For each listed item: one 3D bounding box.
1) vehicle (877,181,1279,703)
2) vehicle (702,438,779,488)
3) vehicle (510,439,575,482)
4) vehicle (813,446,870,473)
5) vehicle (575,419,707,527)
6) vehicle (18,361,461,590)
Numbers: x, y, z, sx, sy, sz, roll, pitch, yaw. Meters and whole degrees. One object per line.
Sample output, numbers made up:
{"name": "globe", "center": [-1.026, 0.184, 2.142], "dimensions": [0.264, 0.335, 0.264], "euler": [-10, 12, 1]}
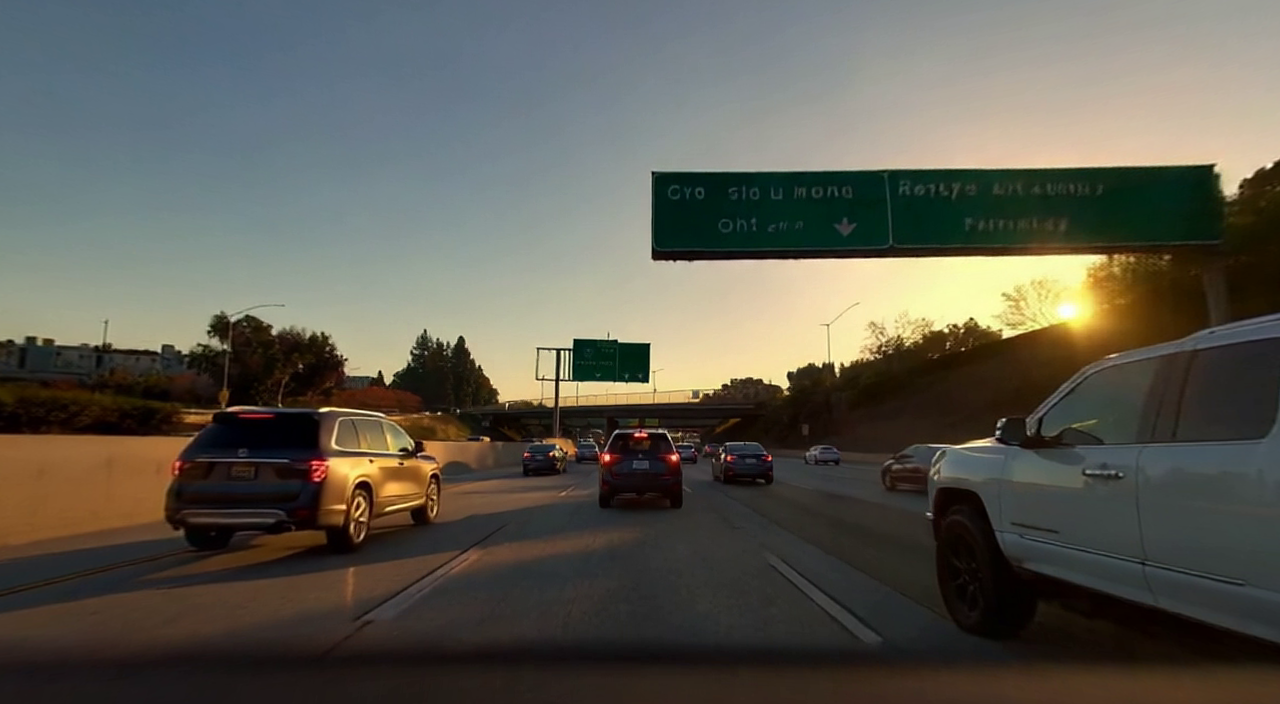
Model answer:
{"name": "vehicle", "center": [3.476, 0.695, 3.439], "dimensions": [2.300, 2.242, 5.327], "euler": [0, -9, 0]}
{"name": "vehicle", "center": [3.546, 4.025, 23.124], "dimensions": [2.022, 1.633, 4.651], "euler": [1, -9, -1]}
{"name": "vehicle", "center": [-4.106, 4.649, 27.257], "dimensions": [1.982, 1.655, 4.604], "euler": [0, -9, 1]}
{"name": "vehicle", "center": [12.169, 6.506, 38.344], "dimensions": [1.797, 1.557, 4.653], "euler": [1, -9, -2]}
{"name": "vehicle", "center": [0.040, 2.320, 12.588], "dimensions": [2.181, 1.756, 4.167], "euler": [0, -9, 0]}
{"name": "vehicle", "center": [-4.573, 1.589, 8.920], "dimensions": [2.212, 2.101, 6.052], "euler": [0, -9, 0]}
